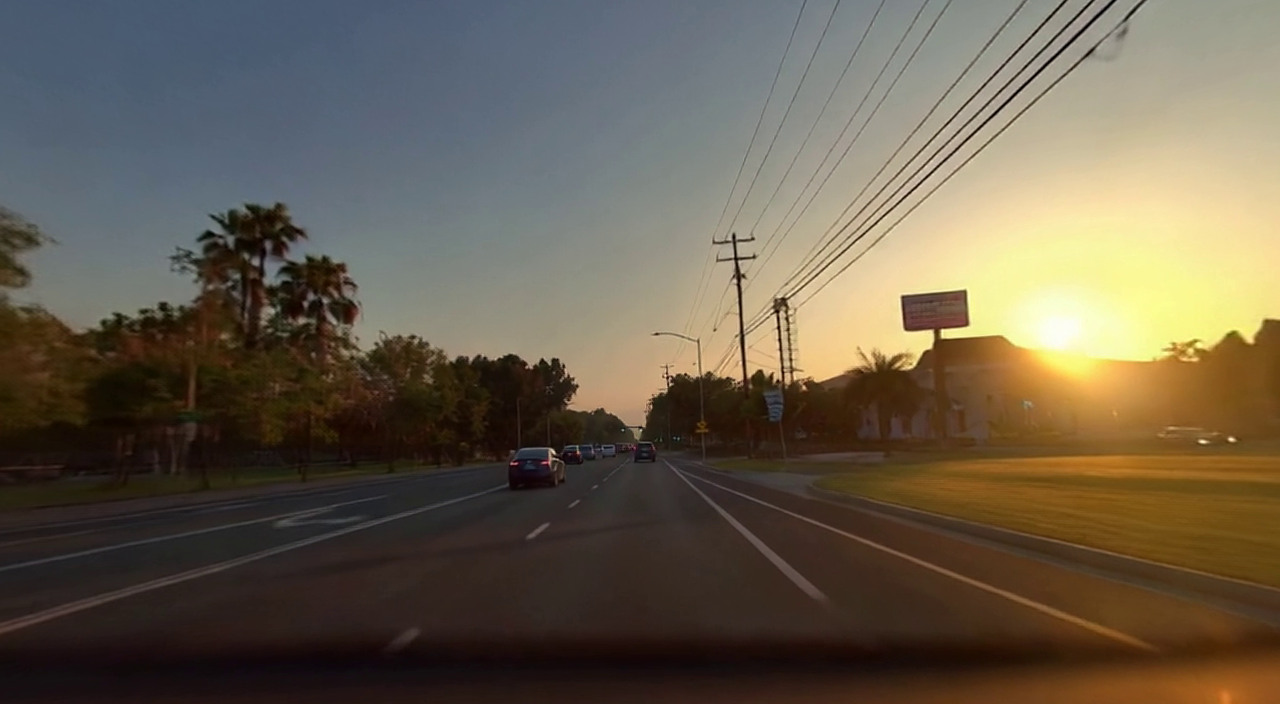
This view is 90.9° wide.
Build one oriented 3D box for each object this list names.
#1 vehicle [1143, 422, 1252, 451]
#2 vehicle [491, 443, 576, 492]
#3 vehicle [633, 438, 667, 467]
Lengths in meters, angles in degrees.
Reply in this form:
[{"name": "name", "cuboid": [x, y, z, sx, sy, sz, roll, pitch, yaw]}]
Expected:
[{"name": "vehicle", "cuboid": [32.067, 4.937, 36.484, 1.806, 1.552, 4.740, 0, -9, -3]}, {"name": "vehicle", "cuboid": [-3.404, 3.783, 20.956, 1.982, 1.451, 4.152, -1, -9, 2]}, {"name": "vehicle", "cuboid": [0.637, 6.648, 41.639, 2.155, 1.781, 3.977, 0, -9, 0]}]
